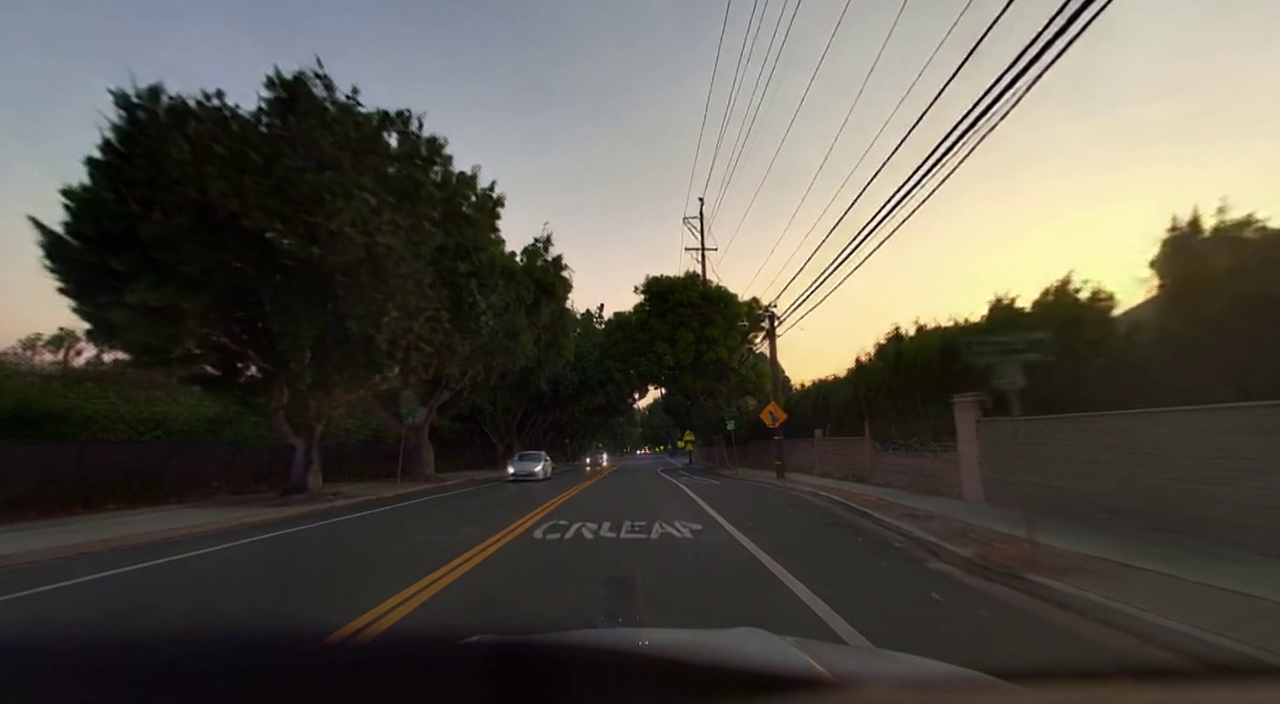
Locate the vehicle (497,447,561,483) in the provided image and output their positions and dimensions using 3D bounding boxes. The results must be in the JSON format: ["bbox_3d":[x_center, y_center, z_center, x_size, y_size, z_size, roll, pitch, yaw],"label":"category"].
[{"bbox_3d":[-5.090,5.230,29.612,2.093,1.523,4.536,0,-9,1],"label":"vehicle"}]
